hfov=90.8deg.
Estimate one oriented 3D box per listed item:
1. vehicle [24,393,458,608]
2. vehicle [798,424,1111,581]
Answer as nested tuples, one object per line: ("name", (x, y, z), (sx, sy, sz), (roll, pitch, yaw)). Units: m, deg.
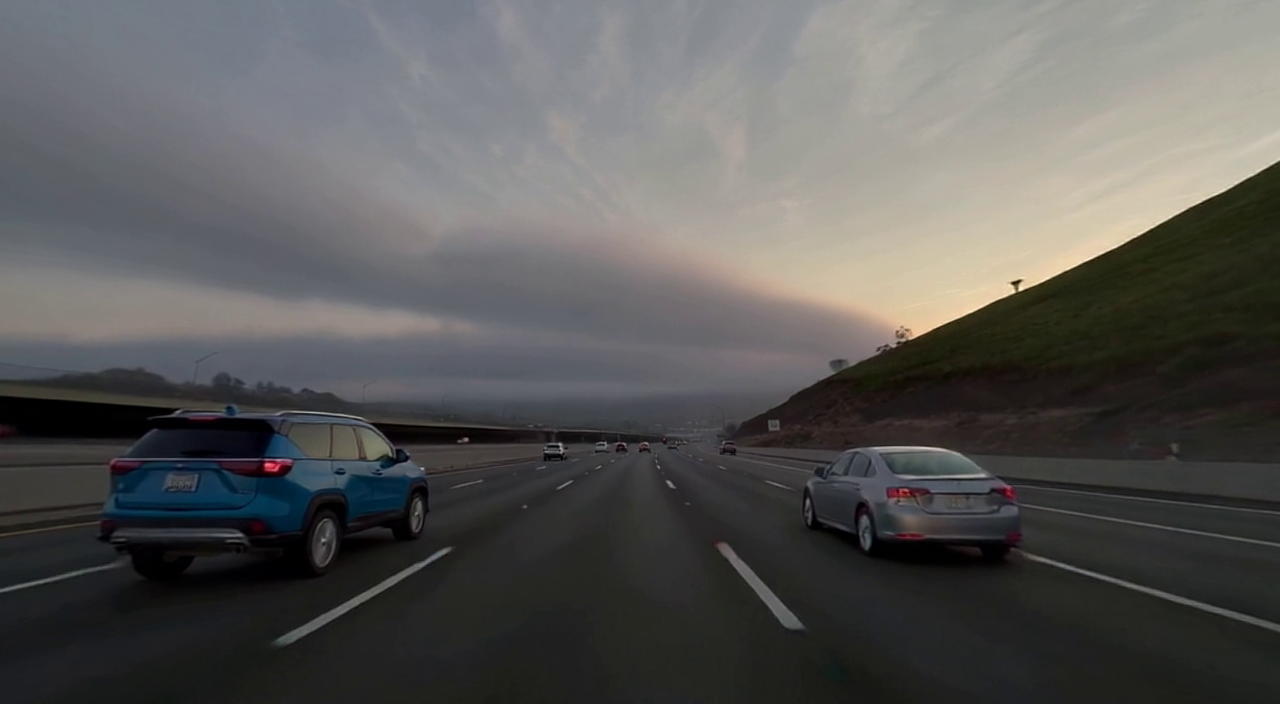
("vehicle", (-3.903, 1.548, 7.505), (2.047, 1.715, 4.689), (0, -9, 0))
("vehicle", (3.576, 1.776, 8.288), (1.847, 1.493, 4.303), (0, -9, -1))
